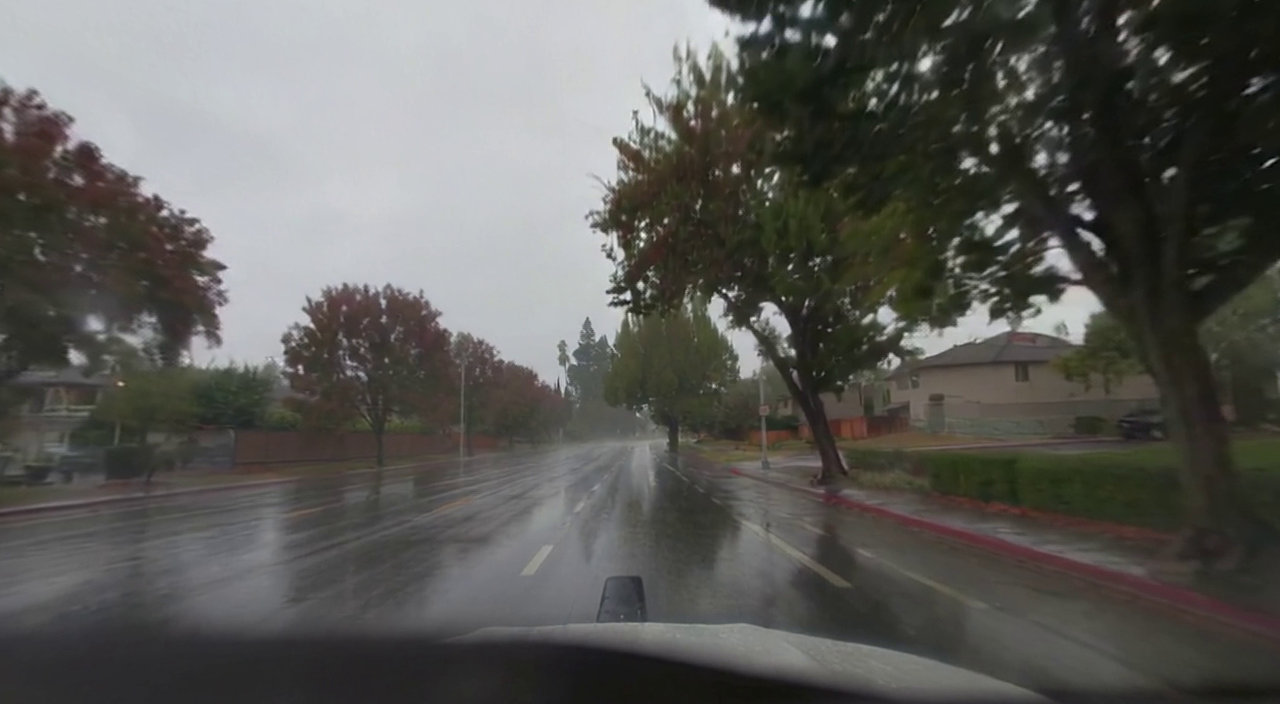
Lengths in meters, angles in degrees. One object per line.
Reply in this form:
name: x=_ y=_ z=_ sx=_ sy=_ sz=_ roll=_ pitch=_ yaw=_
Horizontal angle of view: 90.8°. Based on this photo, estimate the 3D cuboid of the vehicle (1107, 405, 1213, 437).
vehicle: x=28.273 y=3.830 z=34.605 sx=1.797 sy=1.563 sz=4.669 roll=0 pitch=-9 yaw=0

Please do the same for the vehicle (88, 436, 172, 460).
vehicle: x=-34.924 y=6.578 z=43.429 sx=1.831 sy=1.567 sz=4.342 roll=-2 pitch=-8 yaw=6
